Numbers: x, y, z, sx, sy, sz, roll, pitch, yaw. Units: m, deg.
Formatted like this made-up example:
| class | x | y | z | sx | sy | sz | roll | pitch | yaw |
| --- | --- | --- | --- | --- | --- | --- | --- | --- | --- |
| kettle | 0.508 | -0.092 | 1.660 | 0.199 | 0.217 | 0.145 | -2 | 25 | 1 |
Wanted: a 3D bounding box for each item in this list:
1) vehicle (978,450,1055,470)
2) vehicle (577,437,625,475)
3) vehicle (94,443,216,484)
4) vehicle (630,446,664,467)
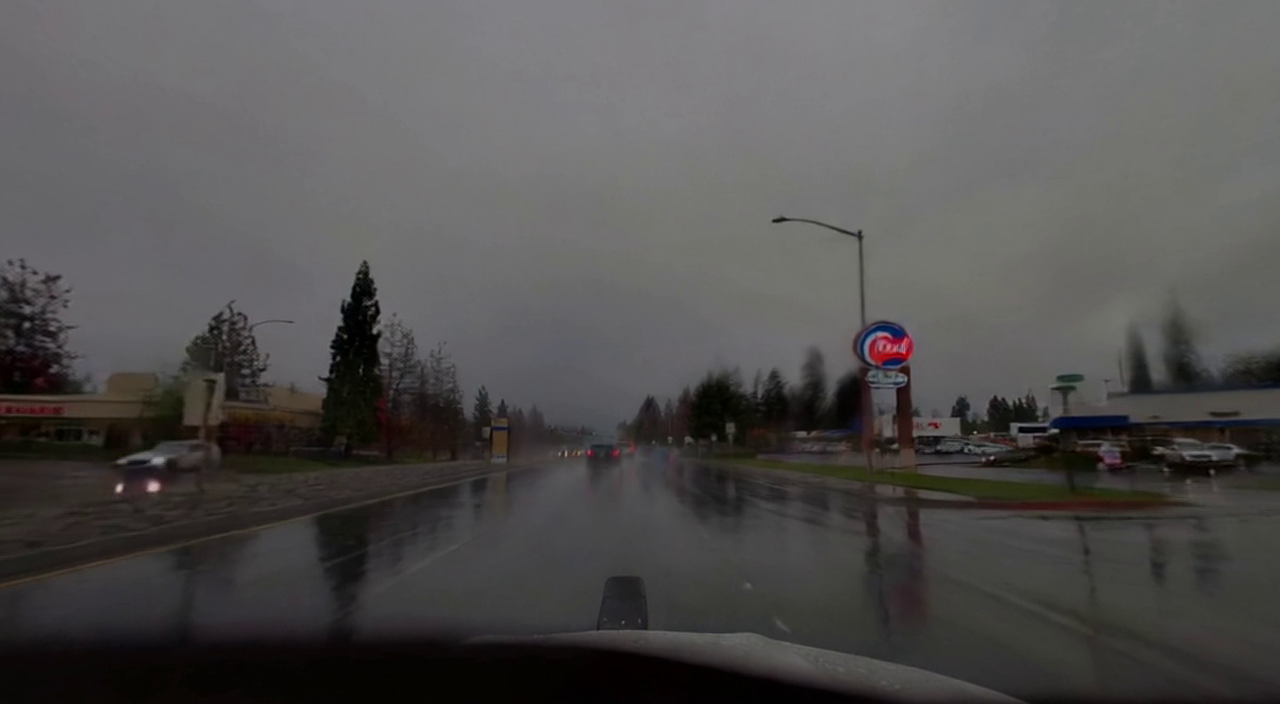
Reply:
| class | x | y | z | sx | sy | sz | roll | pitch | yaw |
| --- | --- | --- | --- | --- | --- | --- | --- | --- | --- |
| vehicle | 27.379 | 7.862 | 45.700 | 4.375 | 1.400 | 2.017 | 1 | -9 | -5 |
| vehicle | -2.057 | 5.676 | 34.524 | 2.222 | 1.899 | 5.006 | 0 | -9 | 1 |
| vehicle | -22.003 | 5.047 | 28.766 | 2.039 | 1.730 | 4.559 | 1 | -9 | -2 |
| vehicle | 0.456 | 7.806 | 47.193 | 2.113 | 1.446 | 4.309 | 1 | -9 | -6 |
